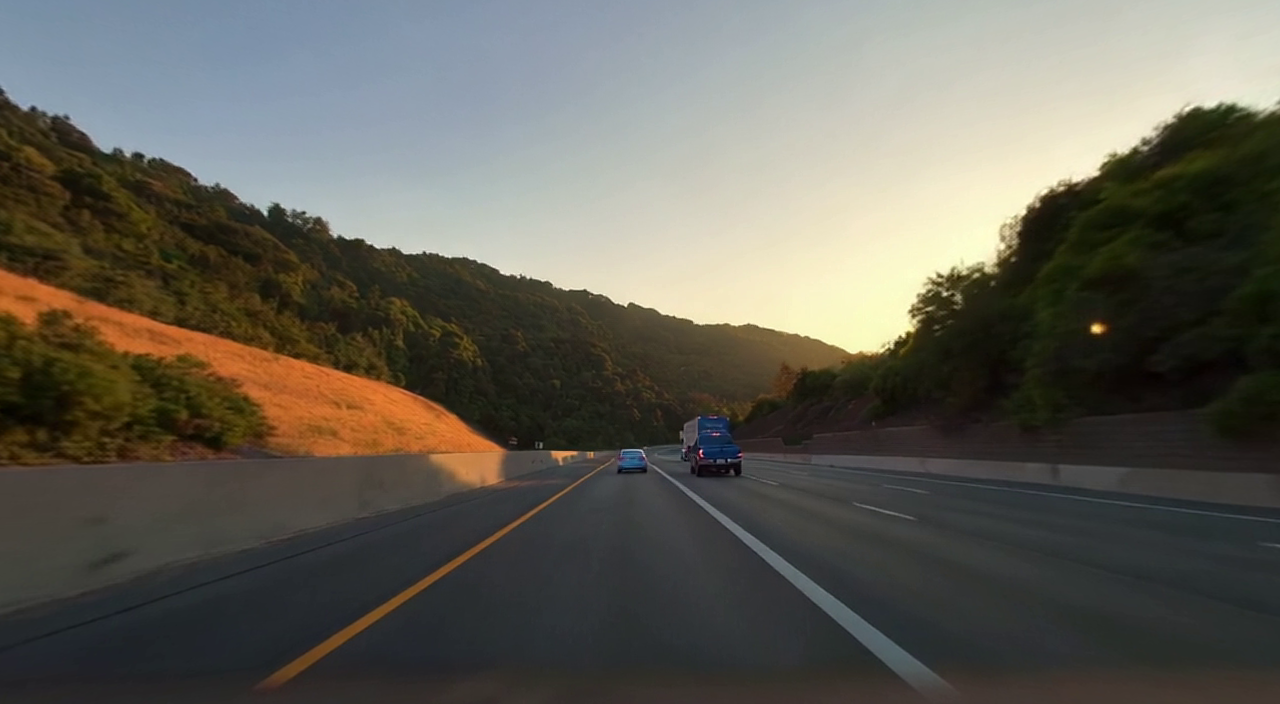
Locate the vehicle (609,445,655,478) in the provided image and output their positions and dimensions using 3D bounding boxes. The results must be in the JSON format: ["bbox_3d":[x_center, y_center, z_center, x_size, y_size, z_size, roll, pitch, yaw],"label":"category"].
[{"bbox_3d":[-0.402,5.302,30.837,2.083,1.477,3.965,0,-9,-1],"label":"vehicle"}]

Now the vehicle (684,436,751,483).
[{"bbox_3d":[3.161,4.491,26.719,2.098,1.794,4.561,0,-9,-2],"label":"vehicle"}]
